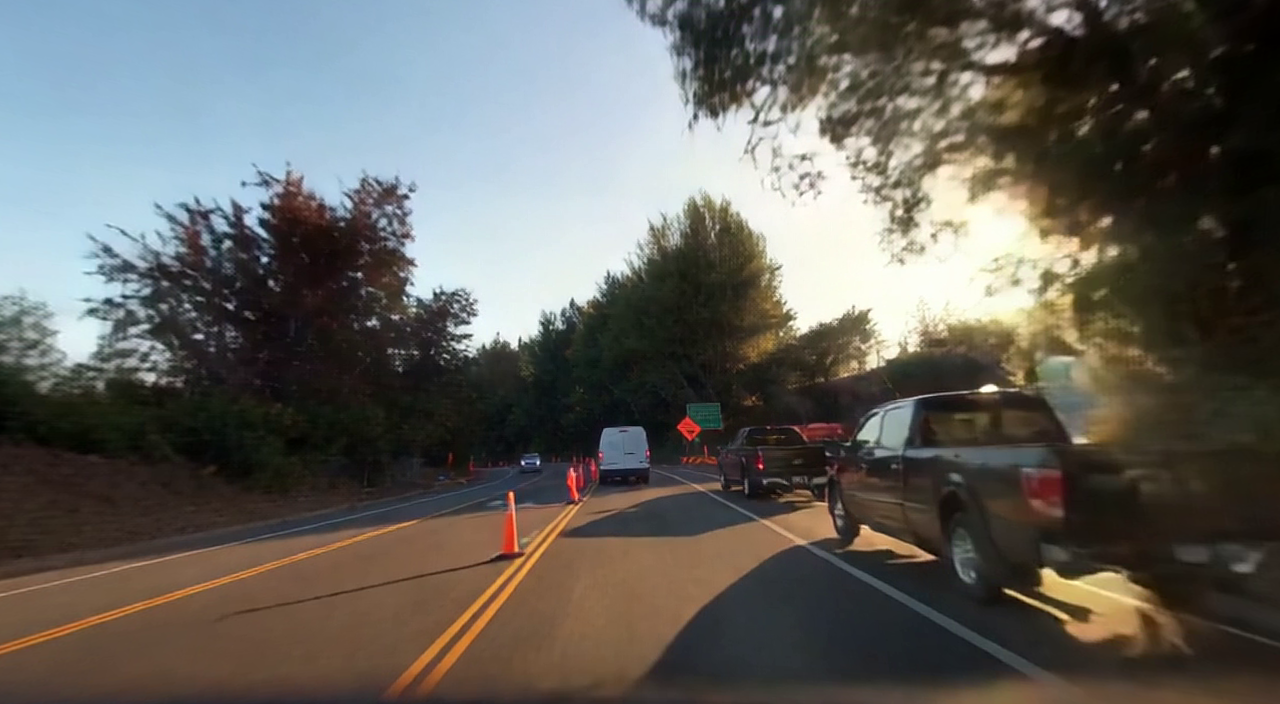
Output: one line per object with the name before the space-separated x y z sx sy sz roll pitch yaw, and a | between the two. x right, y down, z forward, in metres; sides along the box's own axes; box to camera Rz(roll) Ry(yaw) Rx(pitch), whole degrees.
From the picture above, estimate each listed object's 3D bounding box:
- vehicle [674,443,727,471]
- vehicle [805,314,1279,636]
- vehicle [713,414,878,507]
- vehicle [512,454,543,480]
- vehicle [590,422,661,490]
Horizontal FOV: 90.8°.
vehicle | 3.203 5.716 34.352 2.277 1.299 3.889 -2 -9 -3
vehicle | 4.219 1.302 7.612 2.613 2.153 6.713 0 -9 0
vehicle | 3.652 2.799 16.709 2.415 1.932 6.910 0 -9 -2
vehicle | -8.091 8.265 45.797 1.992 1.712 4.504 1 -9 -7
vehicle | -0.613 3.807 23.370 2.362 2.247 4.892 0 -9 -3
